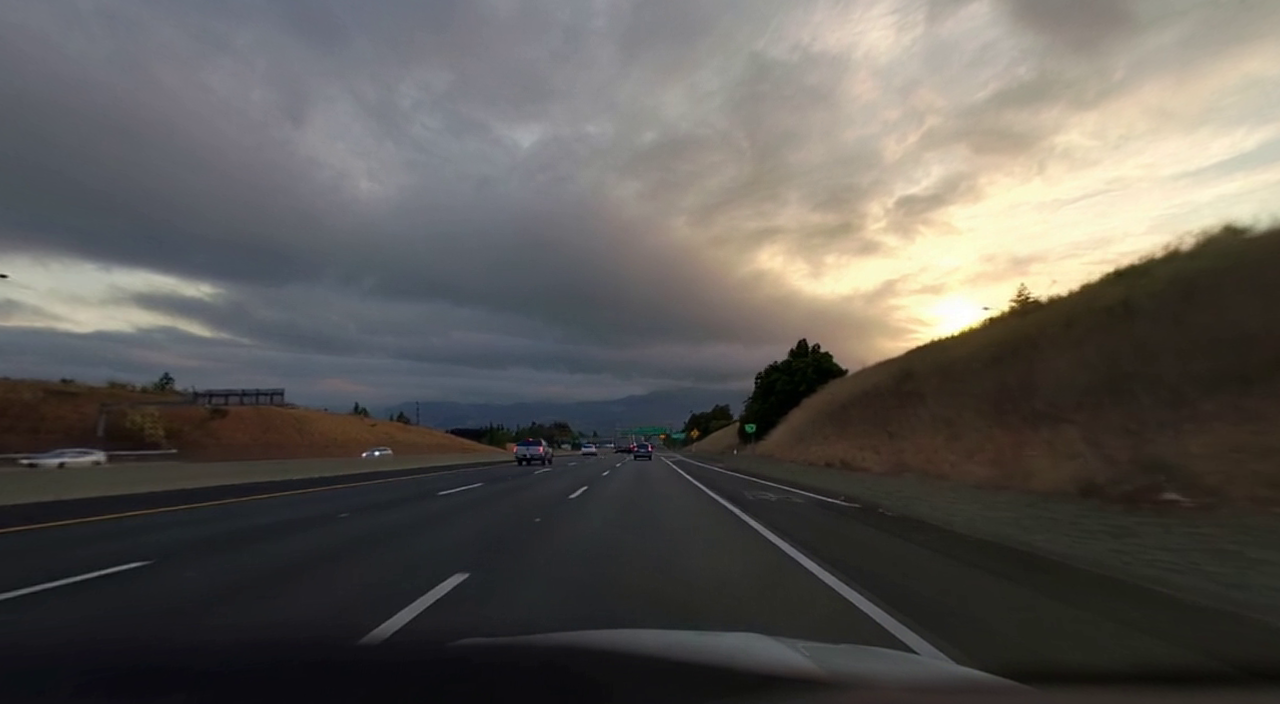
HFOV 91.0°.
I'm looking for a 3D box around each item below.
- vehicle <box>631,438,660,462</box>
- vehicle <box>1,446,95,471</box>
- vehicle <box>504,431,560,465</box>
[{"bbox_3d":[0.378,7.445,47.735,2.141,1.706,4.065,0,-8,-1],"label":"vehicle"},{"bbox_3d":[-39.616,7.107,42.316,1.846,1.564,4.400,0,-8,4],"label":"vehicle"},{"bbox_3d":[-6.613,5.976,39.237,2.438,1.967,5.596,0,-8,0],"label":"vehicle"}]
